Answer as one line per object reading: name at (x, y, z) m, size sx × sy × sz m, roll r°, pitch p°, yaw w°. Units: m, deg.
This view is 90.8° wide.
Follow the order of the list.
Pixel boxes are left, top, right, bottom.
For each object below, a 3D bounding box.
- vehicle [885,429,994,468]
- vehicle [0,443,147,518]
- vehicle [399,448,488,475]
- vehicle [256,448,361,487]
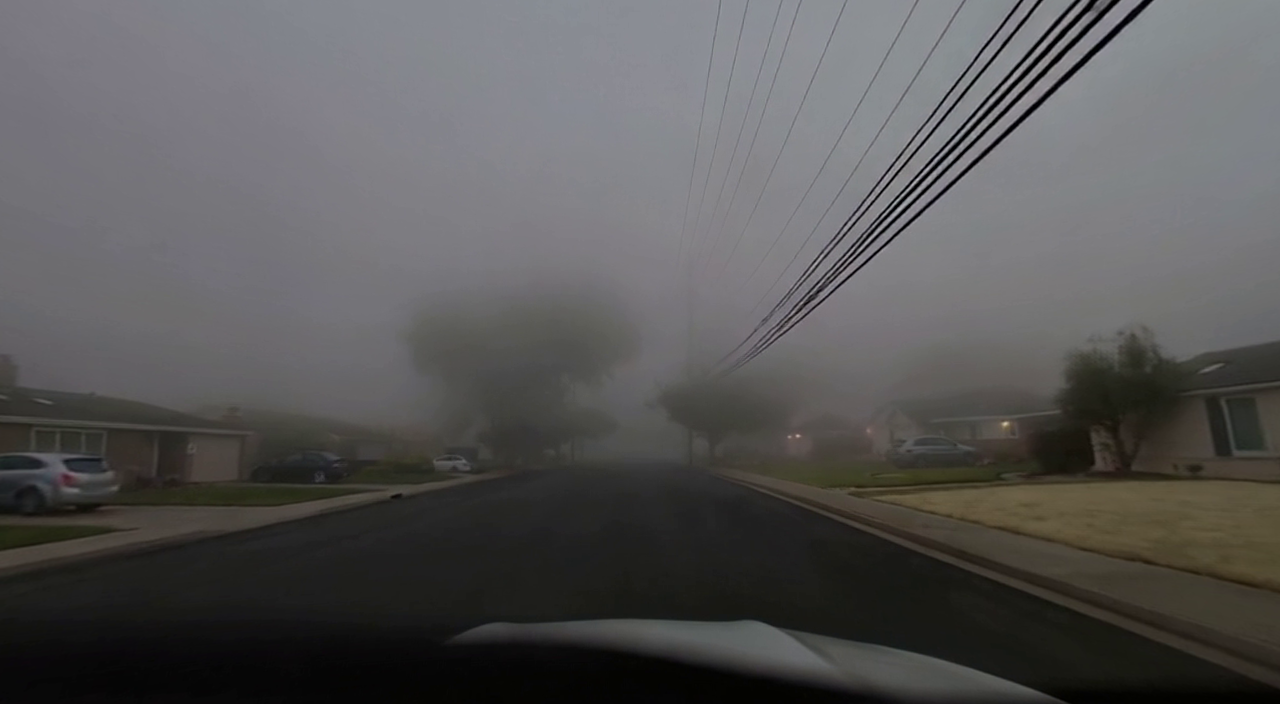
vehicle at (14.880, 4.845, 31.601) m, size 4.373 × 1.759 × 2.093 m, roll 0°, pitch -10°, yaw 5°
vehicle at (-15.229, 3.206, 16.170) m, size 4.232 × 1.693 × 1.949 m, roll -3°, pitch -9°, yaw 18°
vehicle at (-12.462, 6.960, 40.288) m, size 4.893 × 1.567 × 2.105 m, roll -1°, pitch -9°, yaw 6°
vehicle at (-14.957, 5.205, 28.941) m, size 1.978 × 1.586 × 5.192 m, roll 0°, pitch -9°, yaw 0°
